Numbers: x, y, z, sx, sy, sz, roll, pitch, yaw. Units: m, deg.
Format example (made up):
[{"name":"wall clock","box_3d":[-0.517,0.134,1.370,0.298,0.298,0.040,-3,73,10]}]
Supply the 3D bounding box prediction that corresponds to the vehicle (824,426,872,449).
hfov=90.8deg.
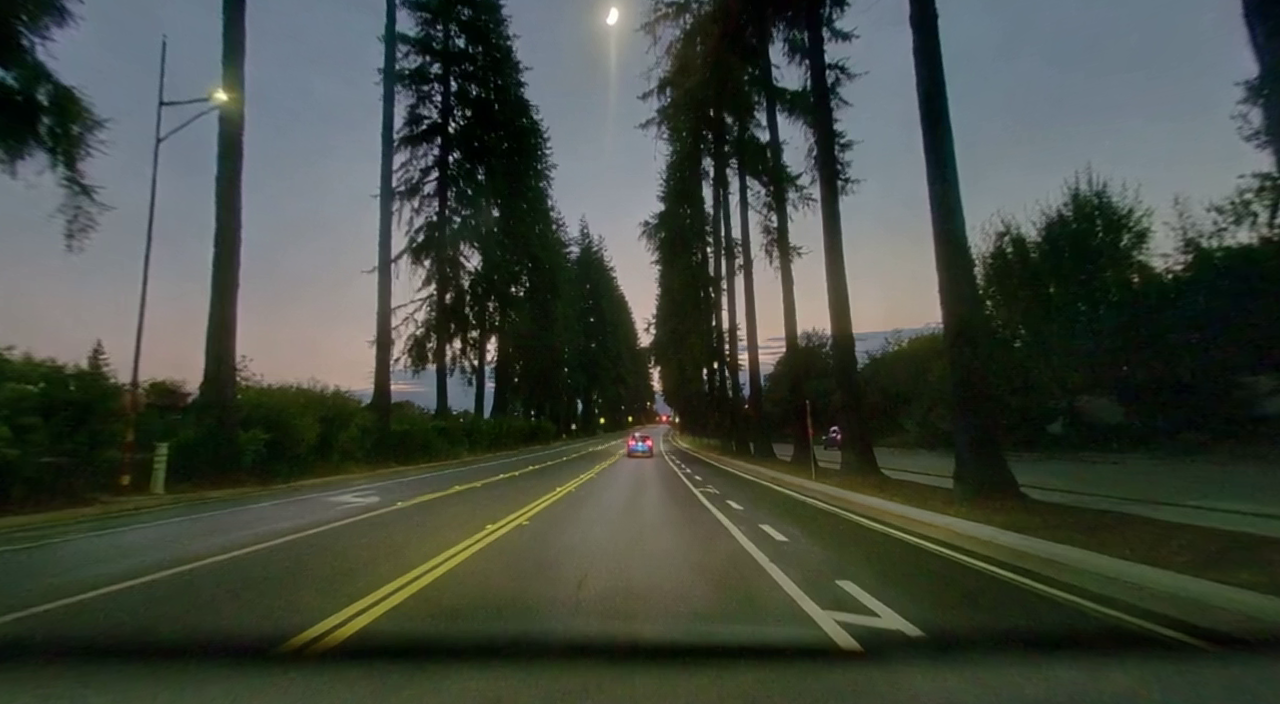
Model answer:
[{"name":"vehicle","box_3d":[14.021,5.757,42.793,1.762,1.479,4.546,0,-7,1]}]

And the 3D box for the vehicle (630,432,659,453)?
[{"name":"vehicle","box_3d":[0.363,6.873,47.913,2.067,1.486,3.861,0,-9,1]}]
